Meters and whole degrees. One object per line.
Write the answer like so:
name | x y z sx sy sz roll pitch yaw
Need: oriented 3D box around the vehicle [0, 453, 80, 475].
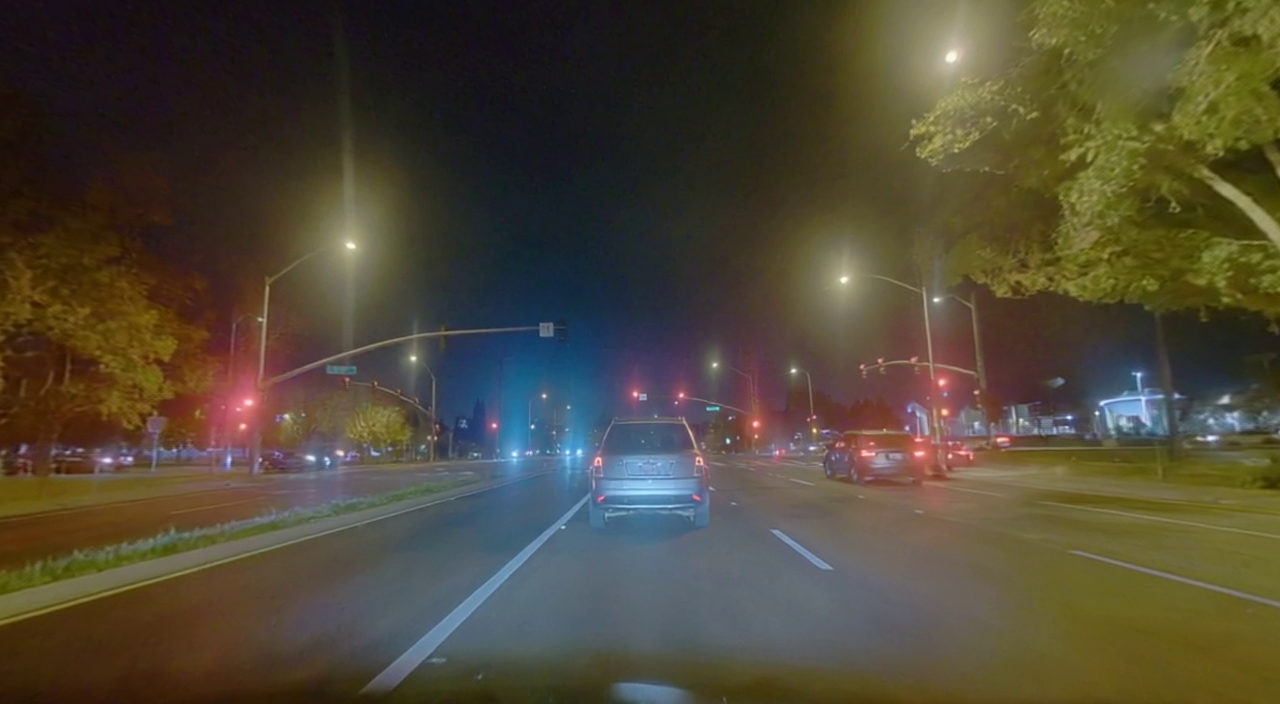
vehicle | -40.568 7.565 42.814 3.386 1.456 2.024 0 -9 1

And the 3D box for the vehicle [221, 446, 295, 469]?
vehicle | -27.653 7.636 45.910 4.100 1.567 1.868 0 -9 1

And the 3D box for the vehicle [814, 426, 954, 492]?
vehicle | 7.078 3.172 19.018 2.447 1.707 4.396 0 -9 0

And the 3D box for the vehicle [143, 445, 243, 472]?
vehicle | -30.264 7.214 42.935 5.244 1.715 1.950 0 -9 1

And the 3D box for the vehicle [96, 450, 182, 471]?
vehicle | -36.520 7.898 46.162 4.647 1.484 1.893 0 -9 0

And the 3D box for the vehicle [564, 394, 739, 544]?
vehicle | 0.238 1.873 10.637 2.267 1.926 4.708 -1 -9 2
